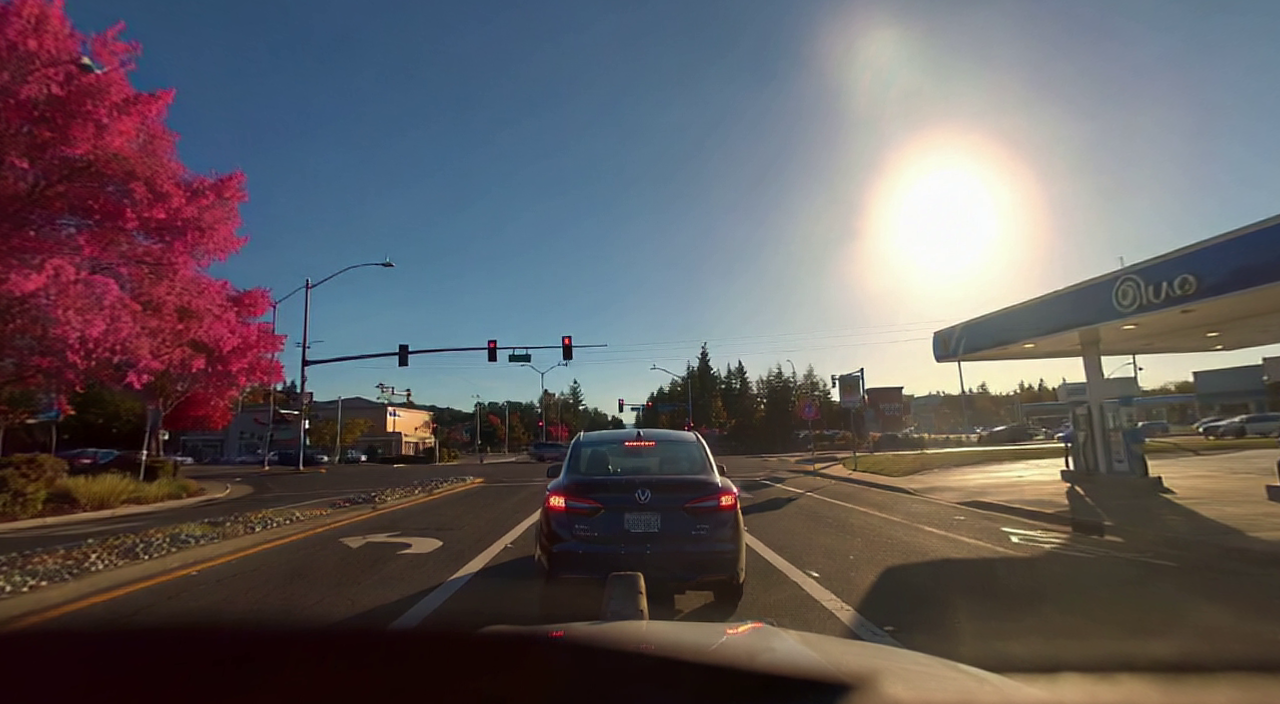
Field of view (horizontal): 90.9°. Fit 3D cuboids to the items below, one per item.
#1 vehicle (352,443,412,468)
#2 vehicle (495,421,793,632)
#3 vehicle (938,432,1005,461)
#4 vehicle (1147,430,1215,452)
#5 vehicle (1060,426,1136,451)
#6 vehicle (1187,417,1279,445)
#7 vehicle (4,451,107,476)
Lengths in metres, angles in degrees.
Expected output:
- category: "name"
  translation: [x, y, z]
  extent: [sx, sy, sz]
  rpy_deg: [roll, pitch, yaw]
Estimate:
- category: "vehicle"
  translation: [-20.441, 8.153, 49.853]
  extent: [4.660, 1.867, 2.019]
  rpy_deg: [-6, -10, 33]
- category: "vehicle"
  translation: [0.015, 1.540, 6.583]
  extent: [2.112, 1.482, 4.057]
  rpy_deg: [0, -8, 0]
- category: "vehicle"
  translation: [18.382, 5.237, 34.853]
  extent: [2.053, 1.495, 4.091]
  rpy_deg: [-8, -12, 44]
- category: "vehicle"
  translation: [40.934, 6.723, 47.715]
  extent: [3.573, 1.432, 1.604]
  rpy_deg: [-3, -8, 1]
- category: "vehicle"
  translation: [34.741, 6.597, 47.897]
  extent: [4.294, 1.557, 1.744]
  rpy_deg: [-4, -8, 1]
- category: "vehicle"
  translation: [36.306, 4.858, 38.496]
  extent: [1.848, 1.581, 4.475]
  rpy_deg: [0, -8, 2]
- category: "vehicle"
  translation: [-38.560, 7.335, 41.640]
  extent: [4.813, 1.455, 1.889]
  rpy_deg: [8, -12, -44]
